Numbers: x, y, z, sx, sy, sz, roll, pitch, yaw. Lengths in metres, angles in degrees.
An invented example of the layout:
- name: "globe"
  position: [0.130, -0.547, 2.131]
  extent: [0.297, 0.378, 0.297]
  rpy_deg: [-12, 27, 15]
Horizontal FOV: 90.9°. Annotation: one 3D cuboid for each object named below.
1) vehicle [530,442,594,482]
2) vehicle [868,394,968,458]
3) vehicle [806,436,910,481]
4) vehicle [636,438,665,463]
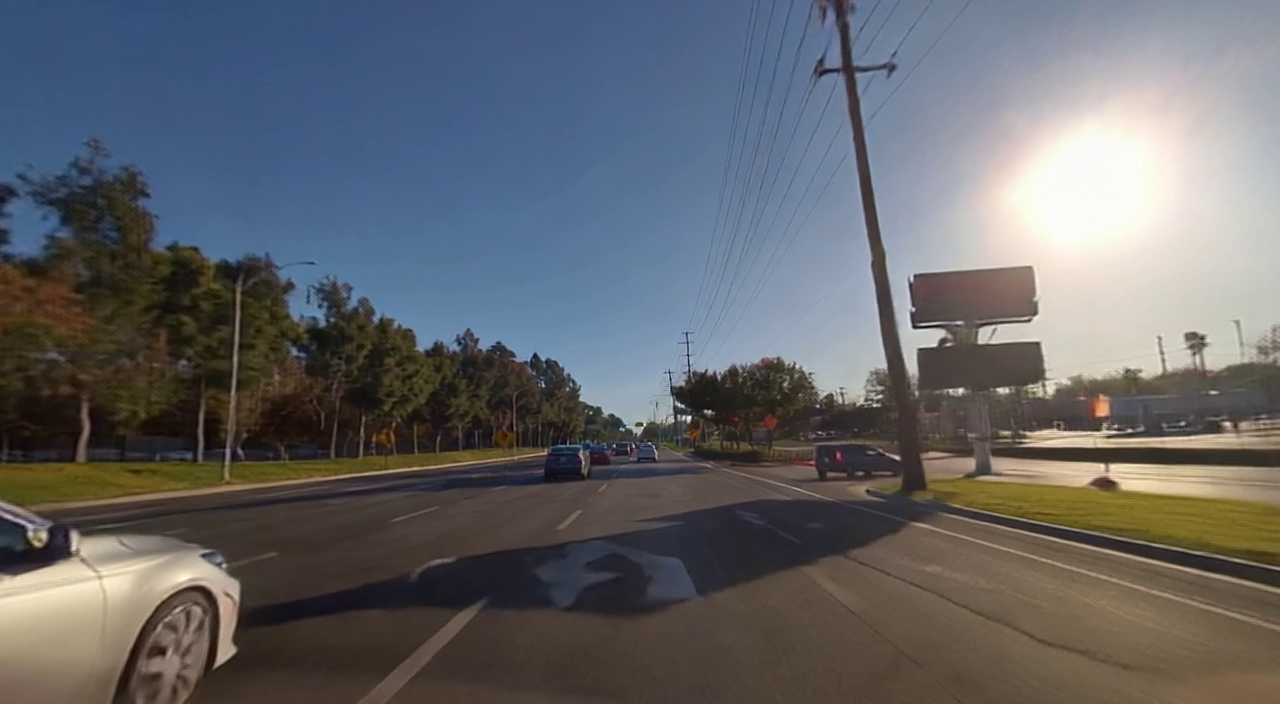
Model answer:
- name: "vehicle"
  position: [-3.024, 4.381, 25.404]
  extent: [1.982, 1.451, 4.152]
  rpy_deg: [0, -9, 1]
- name: "vehicle"
  position: [20.055, 5.302, 46.234]
  extent: [2.923, 4.081, 8.860]
  rpy_deg: [-3, -5, -2]
- name: "vehicle"
  position: [8.394, 4.029, 24.055]
  extent: [2.062, 1.541, 4.420]
  rpy_deg: [-8, -12, 43]
- name: "vehicle"
  position: [0.782, 7.489, 47.865]
  extent: [2.155, 1.781, 3.977]
  rpy_deg: [0, -9, 1]
